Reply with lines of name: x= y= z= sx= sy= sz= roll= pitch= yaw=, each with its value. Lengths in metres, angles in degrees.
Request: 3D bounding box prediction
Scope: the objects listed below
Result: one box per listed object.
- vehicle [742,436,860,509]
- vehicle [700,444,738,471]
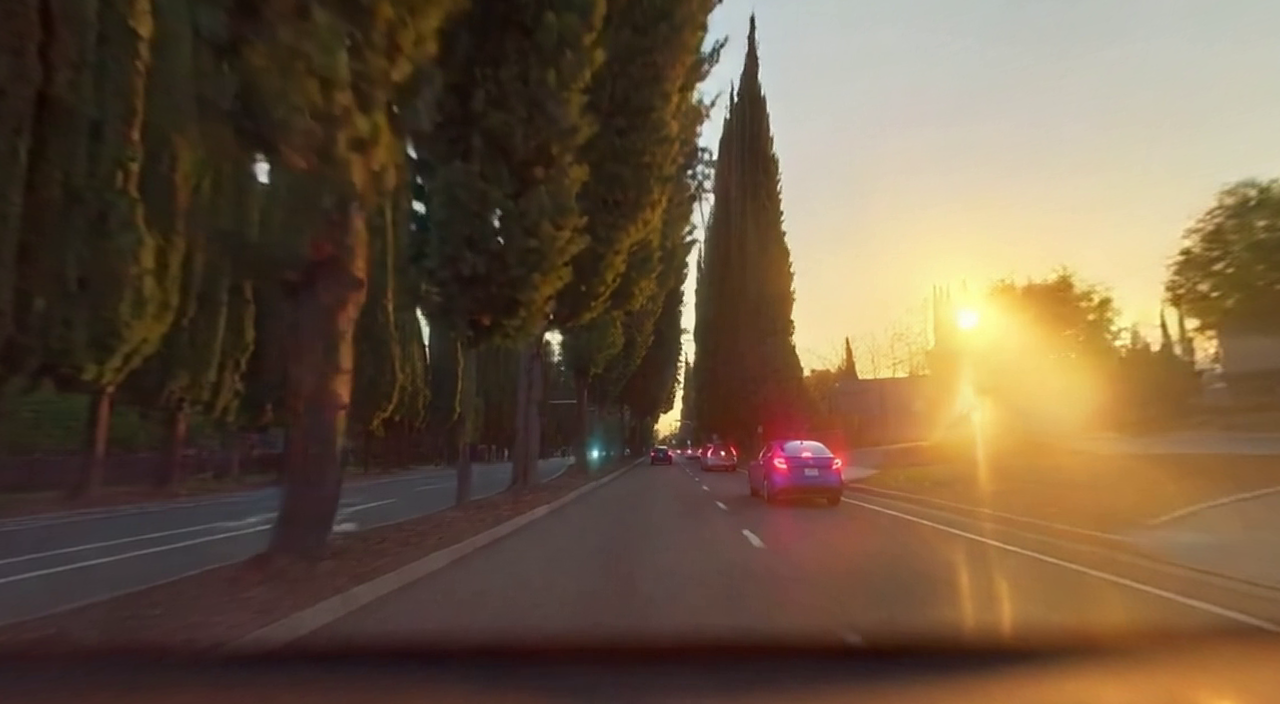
vehicle: x=3.996 y=3.034 z=16.416 sx=2.052 sy=1.639 sz=4.123 roll=0 pitch=-8 yaw=1
vehicle: x=5.175 y=6.971 z=41.826 sx=2.110 sy=1.666 sz=3.912 roll=0 pitch=-8 yaw=2
